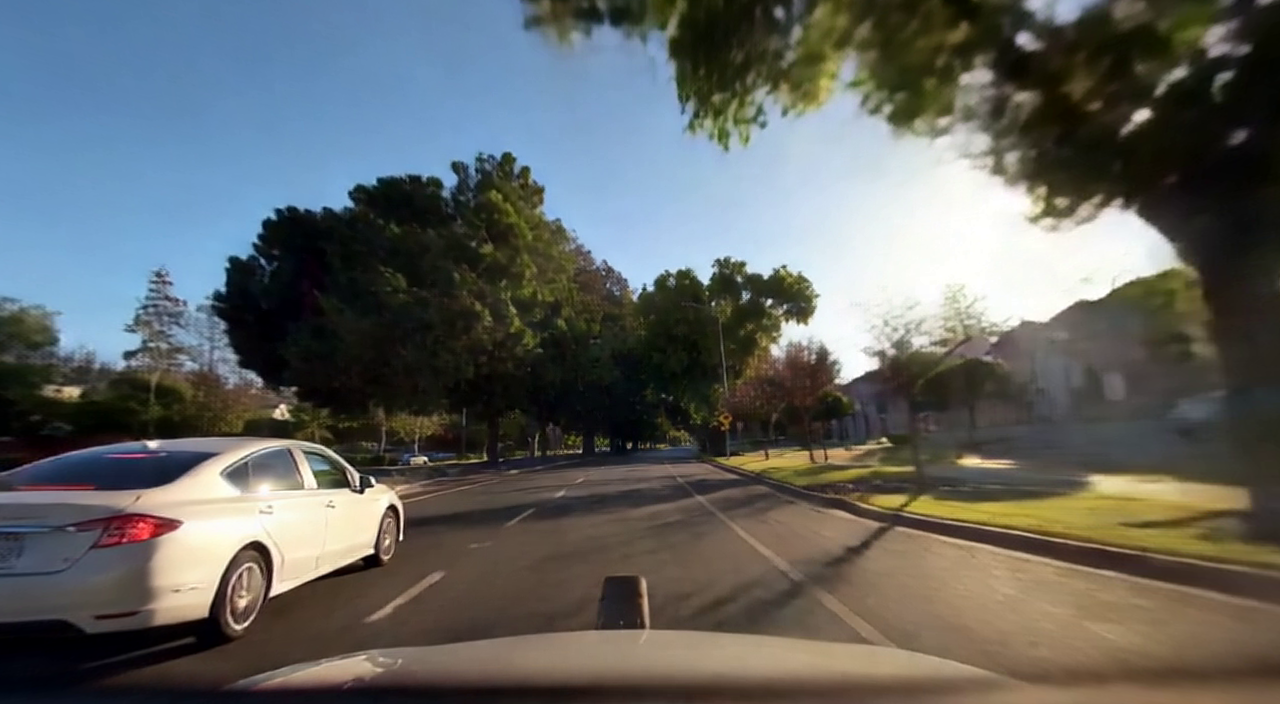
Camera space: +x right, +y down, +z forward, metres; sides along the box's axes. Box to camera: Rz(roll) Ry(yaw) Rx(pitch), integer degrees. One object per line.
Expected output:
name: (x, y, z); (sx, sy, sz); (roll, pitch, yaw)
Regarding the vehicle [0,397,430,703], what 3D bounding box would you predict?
vehicle: (-3.408, 1.283, 5.104); (1.915, 1.521, 4.283); (0, -8, 0)
